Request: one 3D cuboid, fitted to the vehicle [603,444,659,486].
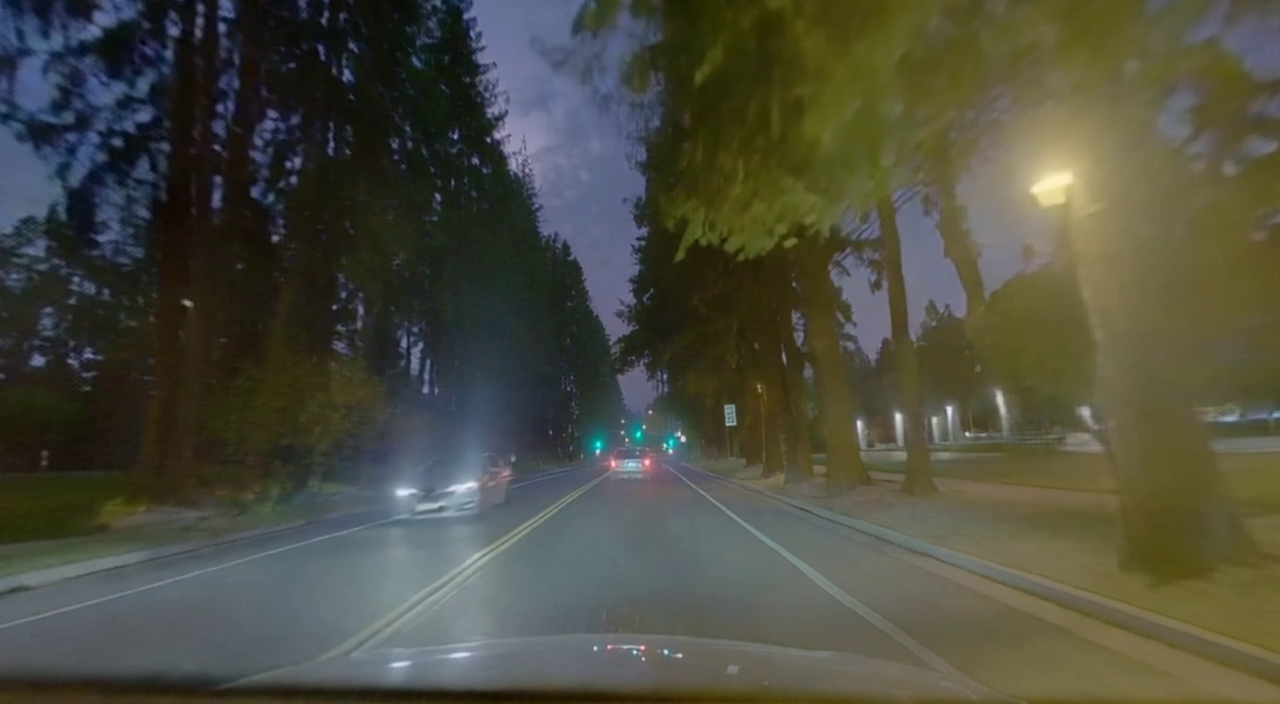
[{"bbox_3d":[-0.287,4.662,26.532,2.152,1.574,4.223,-1,-8,2],"label":"vehicle"}]

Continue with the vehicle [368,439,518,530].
[{"bbox_3d":[-4.185,2.841,14.177,2.078,1.720,3.822,-1,-8,1],"label":"vehicle"}]
